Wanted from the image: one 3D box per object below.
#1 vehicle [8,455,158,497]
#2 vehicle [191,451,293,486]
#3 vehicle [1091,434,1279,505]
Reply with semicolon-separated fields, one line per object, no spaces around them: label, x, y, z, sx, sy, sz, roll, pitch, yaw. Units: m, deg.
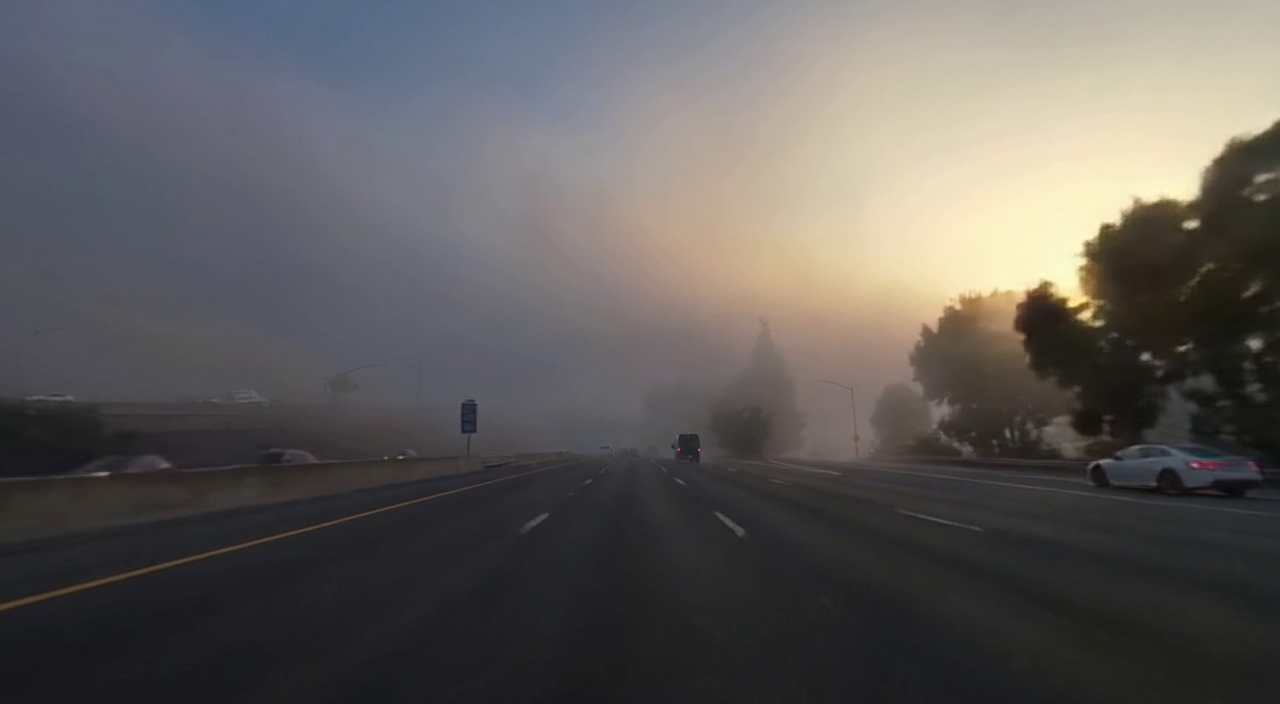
vehicle;-23.022;5.108;26.427;1.902;1.486;4.729;0;-9;1
vehicle;-18.935;5.541;30.341;1.907;1.490;4.498;0;-9;0
vehicle;13.713;2.850;15.740;1.878;1.509;4.327;-1;-9;3
